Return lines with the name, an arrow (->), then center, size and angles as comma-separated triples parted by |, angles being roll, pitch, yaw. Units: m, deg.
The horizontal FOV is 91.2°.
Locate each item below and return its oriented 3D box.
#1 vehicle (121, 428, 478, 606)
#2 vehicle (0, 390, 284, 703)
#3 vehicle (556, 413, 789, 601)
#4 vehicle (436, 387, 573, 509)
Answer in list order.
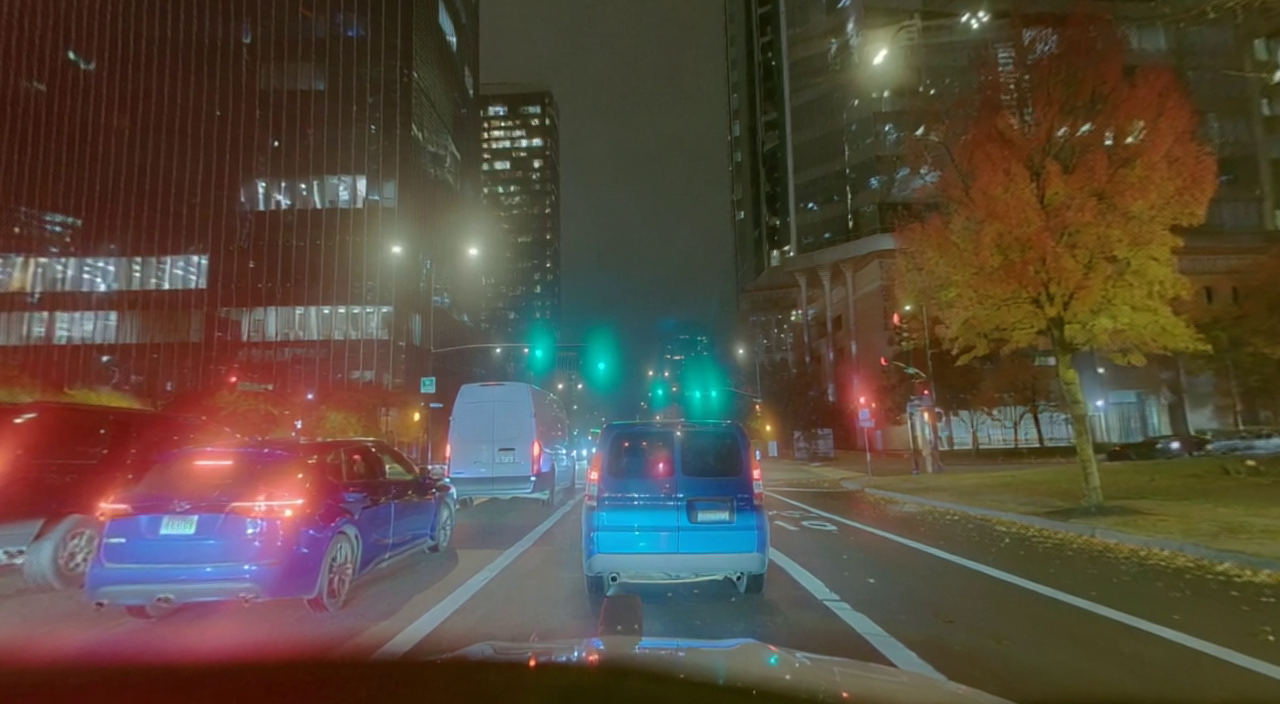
vehicle -> -3.486, 1.754, 7.570 | 1.955, 1.499, 4.223 | 0, -9, 0
vehicle -> -2.911, 0.813, 1.523 | 1.893, 1.491, 3.798 | 0, -9, -1
vehicle -> 0.194, 1.597, 7.203 | 1.979, 1.562, 3.630 | 0, -9, -3
vehicle -> -3.258, 2.541, 16.587 | 2.343, 2.635, 5.684 | 0, -9, 0
